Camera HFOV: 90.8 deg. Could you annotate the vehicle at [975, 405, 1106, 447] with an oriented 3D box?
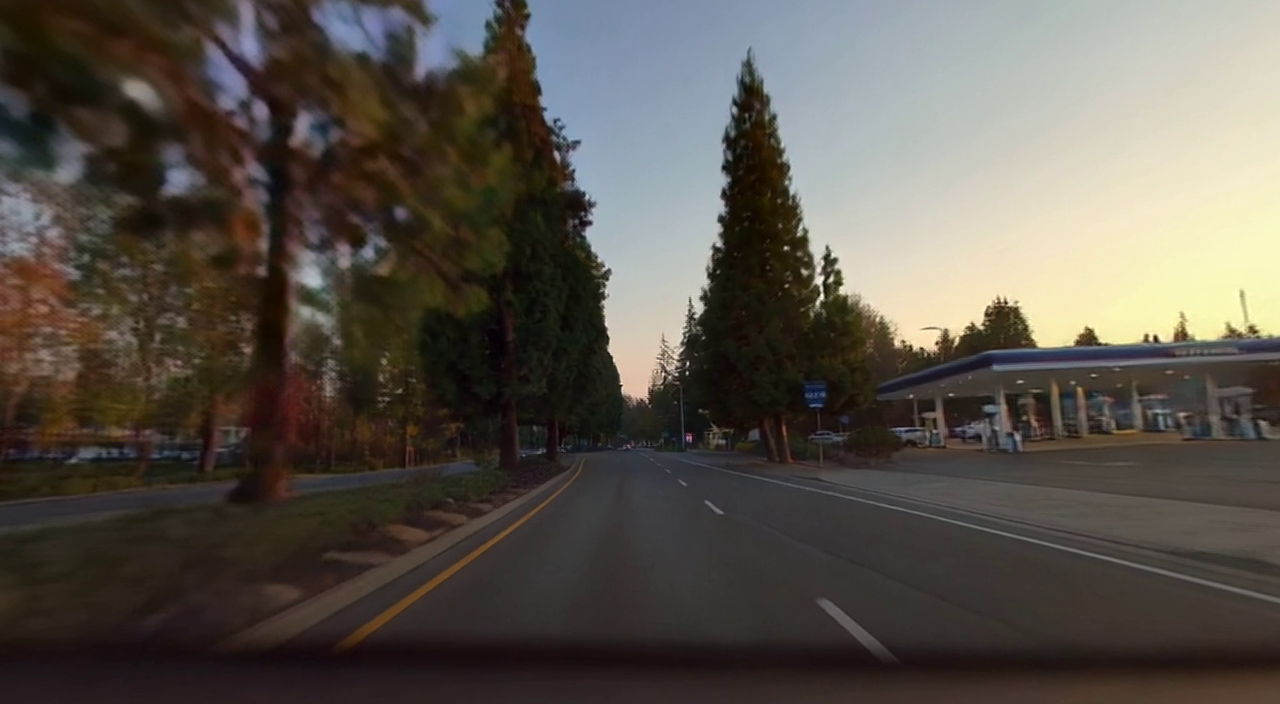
[{"bbox_3d":[21.229,3.979,33.670,5.483,1.801,2.202,3,-9,0],"label":"vehicle"}]
